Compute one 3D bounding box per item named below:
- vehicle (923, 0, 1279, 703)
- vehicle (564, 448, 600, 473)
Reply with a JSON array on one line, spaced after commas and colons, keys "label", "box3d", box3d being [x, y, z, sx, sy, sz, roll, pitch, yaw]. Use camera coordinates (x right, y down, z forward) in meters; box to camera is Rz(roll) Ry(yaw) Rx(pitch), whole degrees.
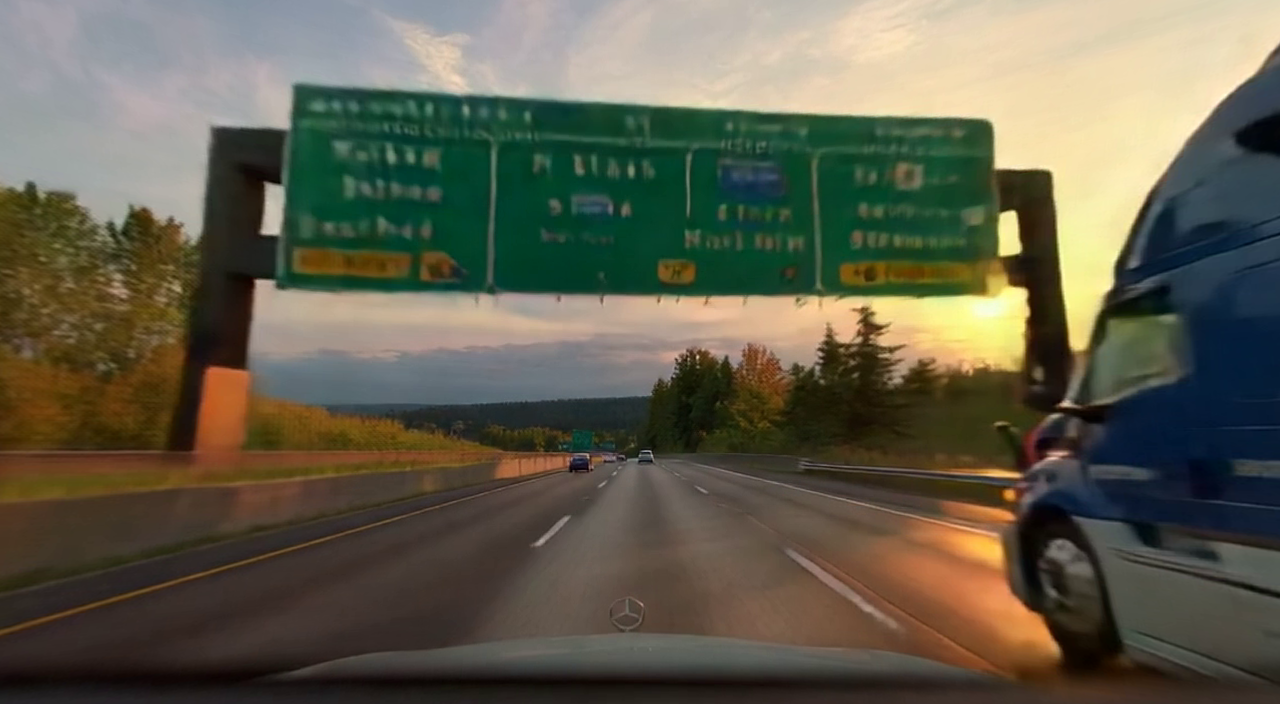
[{"label": "vehicle", "box3d": [4.201, -0.285, 2.594, 3.140, 4.000, 6.033, 0, -9, 0]}, {"label": "vehicle", "box3d": [-3.630, 6.885, 40.074, 1.918, 1.510, 4.006, 0, -9, 0]}]
